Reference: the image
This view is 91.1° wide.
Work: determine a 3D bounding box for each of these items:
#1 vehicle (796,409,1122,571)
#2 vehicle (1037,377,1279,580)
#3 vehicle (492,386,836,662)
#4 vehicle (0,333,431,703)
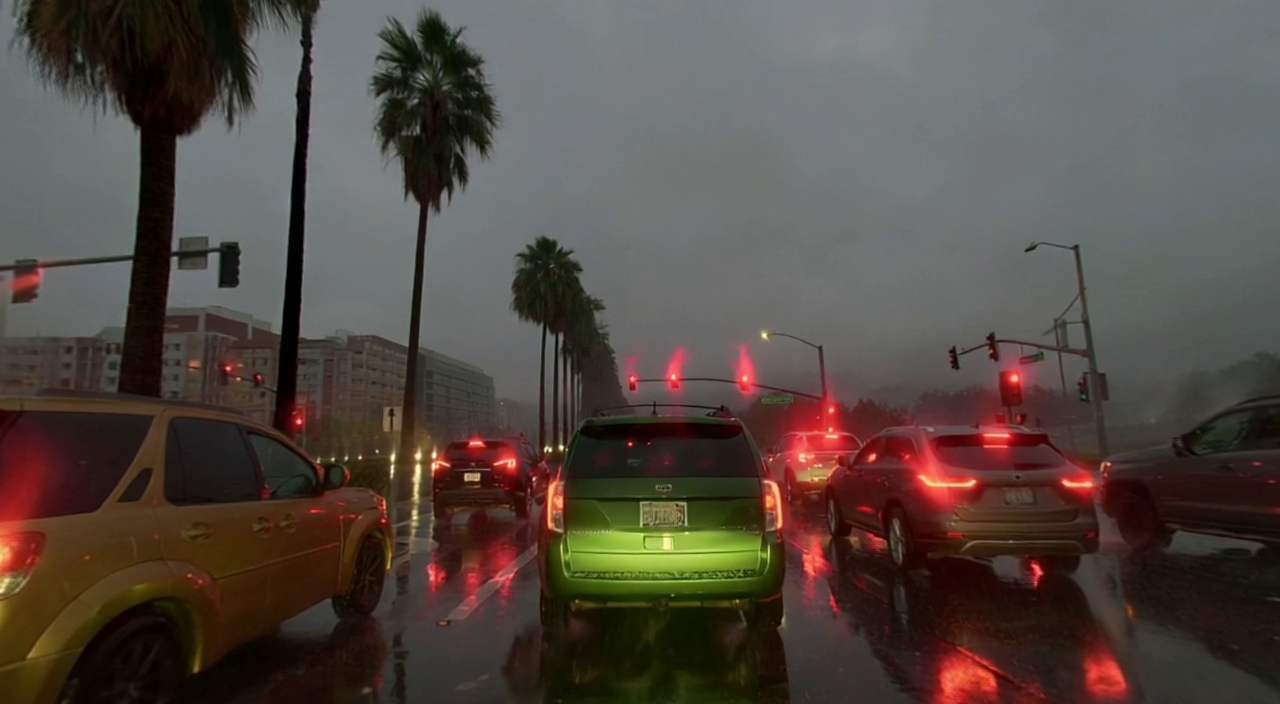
[{"bbox_3d":[4.025,1.848,9.295,2.072,1.704,5.170,0,-9,-1],"label":"vehicle"},{"bbox_3d":[7.341,1.339,6.841,2.337,1.925,5.728,0,-8,1],"label":"vehicle"},{"bbox_3d":[0.181,1.373,6.044,2.123,1.704,4.128,0,-9,1],"label":"vehicle"},{"bbox_3d":[-3.155,1.080,3.920,2.171,1.702,4.416,0,-9,0],"label":"vehicle"}]
